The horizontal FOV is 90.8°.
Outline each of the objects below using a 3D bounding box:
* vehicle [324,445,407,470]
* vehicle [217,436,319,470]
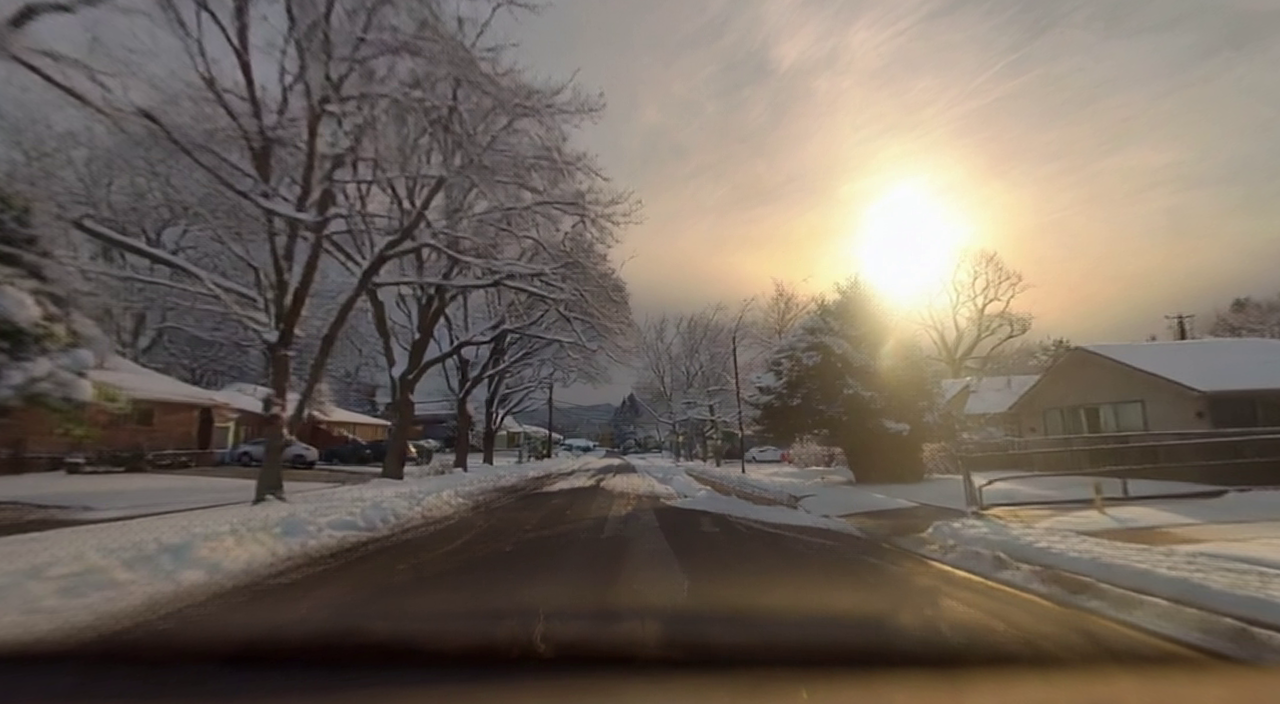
[{"bbox_3d":[-17.357,6.711,40.117,4.307,1.508,2.072,0,-10,-1],"label":"vehicle"},{"bbox_3d":[-20.816,5.678,35.515,4.359,1.789,2.123,0,-10,-2],"label":"vehicle"}]
